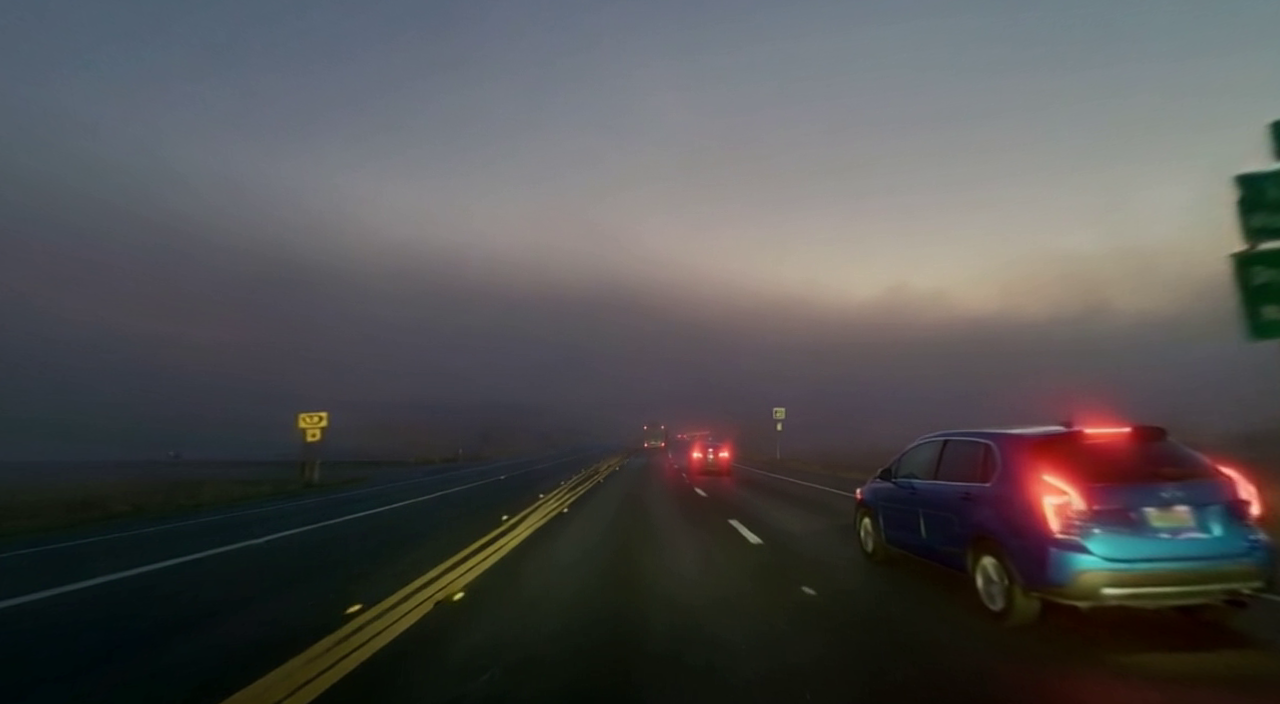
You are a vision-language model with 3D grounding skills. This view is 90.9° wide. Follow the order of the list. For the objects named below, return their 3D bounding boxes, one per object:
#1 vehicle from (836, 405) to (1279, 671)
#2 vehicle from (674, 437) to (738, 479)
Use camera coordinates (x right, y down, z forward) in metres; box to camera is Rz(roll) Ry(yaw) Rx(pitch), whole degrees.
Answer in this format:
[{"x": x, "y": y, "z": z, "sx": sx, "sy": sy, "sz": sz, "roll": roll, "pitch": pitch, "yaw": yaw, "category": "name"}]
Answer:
[{"x": 3.434, "y": 1.376, "z": 5.722, "sx": 2.007, "sy": 1.534, "sz": 3.976, "roll": 0, "pitch": -8, "yaw": 0, "category": "vehicle"}, {"x": 2.564, "y": 4.243, "z": 25.539, "sx": 2.026, "sy": 1.531, "sz": 4.273, "roll": 0, "pitch": -8, "yaw": -2, "category": "vehicle"}]
